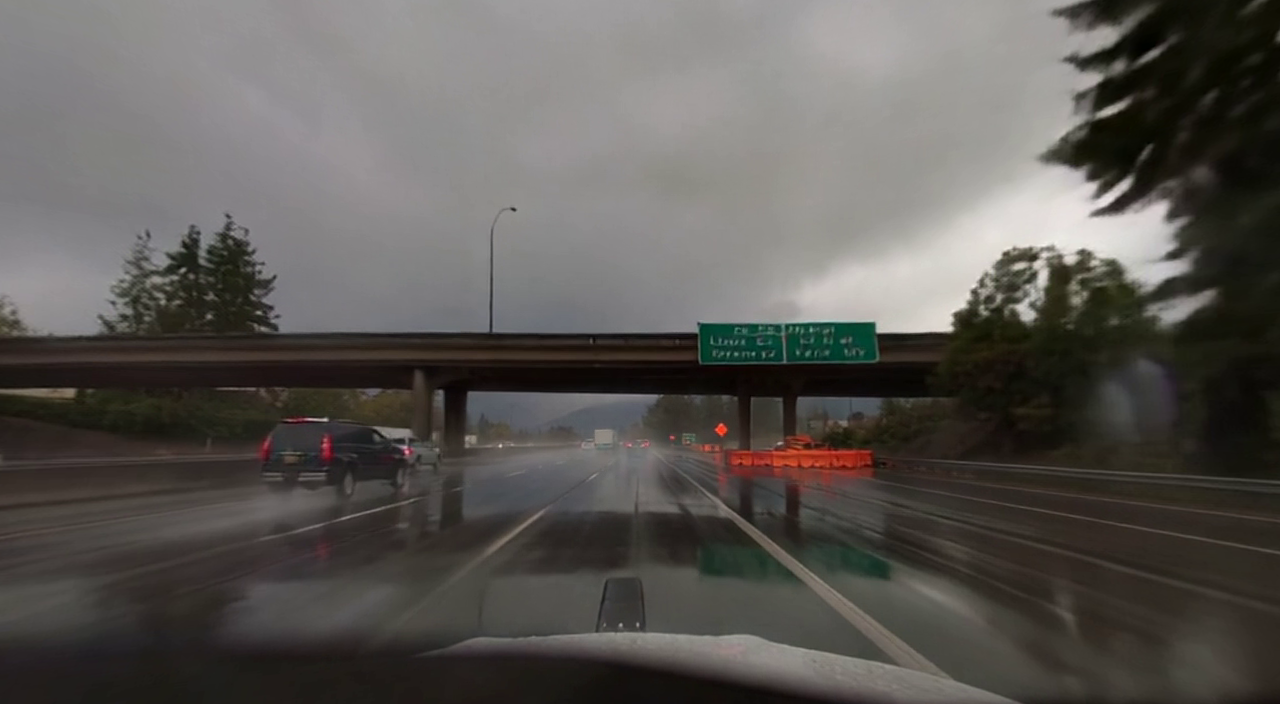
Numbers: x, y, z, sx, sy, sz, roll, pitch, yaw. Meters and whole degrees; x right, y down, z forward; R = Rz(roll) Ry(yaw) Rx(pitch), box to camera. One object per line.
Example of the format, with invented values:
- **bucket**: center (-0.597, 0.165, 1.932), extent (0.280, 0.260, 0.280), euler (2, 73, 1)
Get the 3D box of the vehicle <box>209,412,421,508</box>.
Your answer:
- **vehicle**: center (-6.984, 2.392, 14.360), extent (2.103, 1.775, 4.966), euler (0, -8, 1)
